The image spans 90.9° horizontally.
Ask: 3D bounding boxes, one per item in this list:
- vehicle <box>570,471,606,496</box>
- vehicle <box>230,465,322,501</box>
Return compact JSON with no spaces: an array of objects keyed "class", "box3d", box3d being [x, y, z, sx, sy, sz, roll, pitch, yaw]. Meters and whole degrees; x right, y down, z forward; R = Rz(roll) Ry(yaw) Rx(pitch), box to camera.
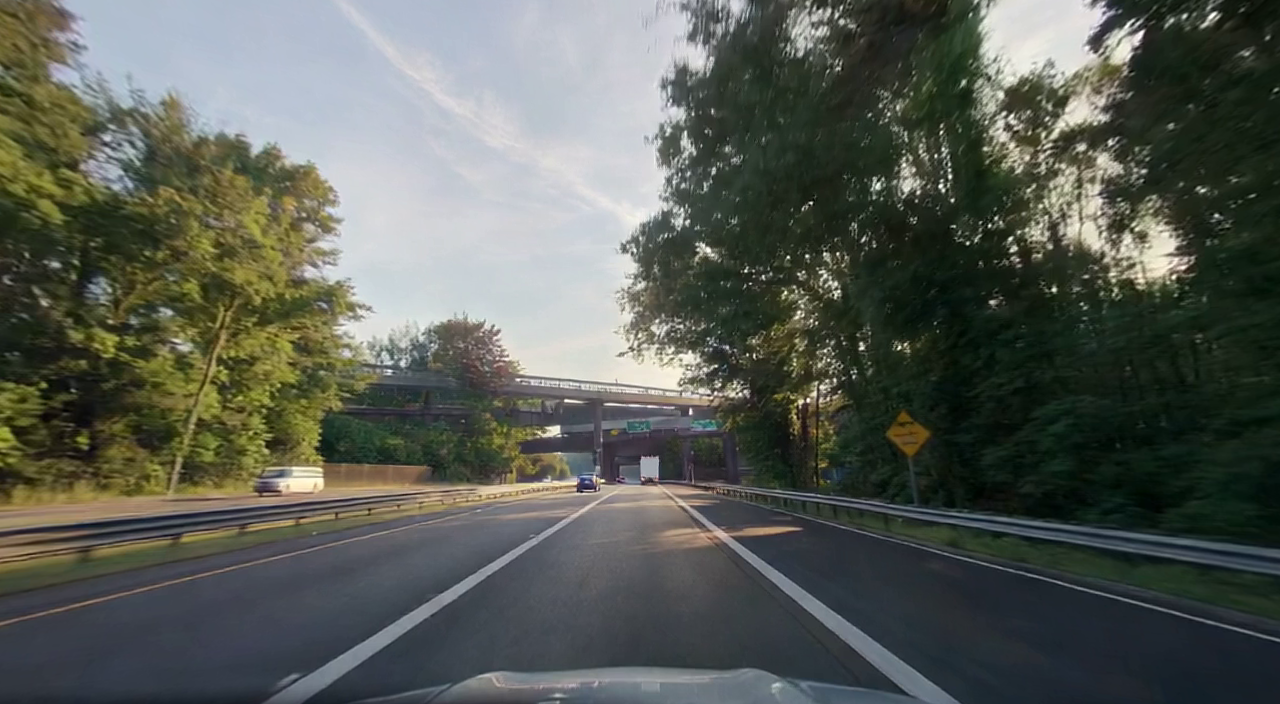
[{"class":"vehicle","box3d":[-3.406,8.757,42.175,1.976,1.514,3.917,1,-11,1]},{"class":"vehicle","box3d":[-20.311,7.325,35.495,2.022,1.820,5.060,1,-11,1]}]
